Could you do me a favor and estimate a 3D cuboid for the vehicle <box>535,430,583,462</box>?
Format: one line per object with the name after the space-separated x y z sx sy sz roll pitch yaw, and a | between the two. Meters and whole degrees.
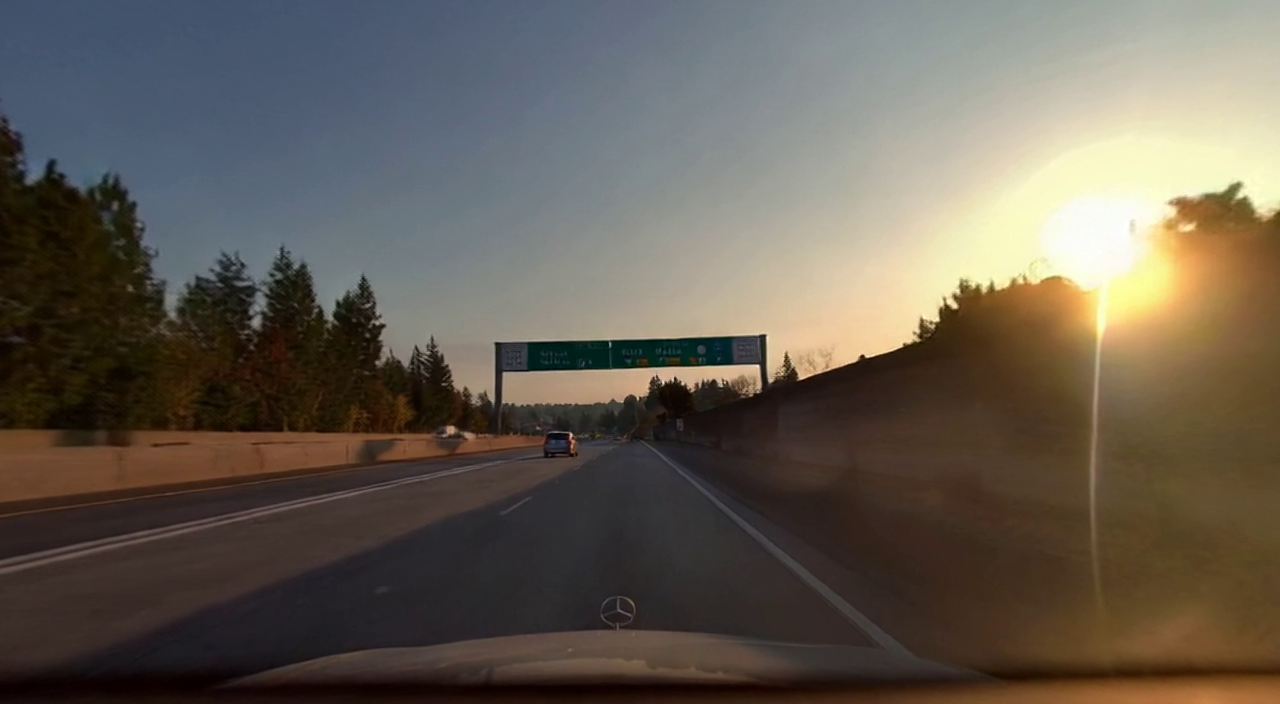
-4.418 5.200 35.046 2.129 1.641 4.263 0 -7 0 | vehicle
